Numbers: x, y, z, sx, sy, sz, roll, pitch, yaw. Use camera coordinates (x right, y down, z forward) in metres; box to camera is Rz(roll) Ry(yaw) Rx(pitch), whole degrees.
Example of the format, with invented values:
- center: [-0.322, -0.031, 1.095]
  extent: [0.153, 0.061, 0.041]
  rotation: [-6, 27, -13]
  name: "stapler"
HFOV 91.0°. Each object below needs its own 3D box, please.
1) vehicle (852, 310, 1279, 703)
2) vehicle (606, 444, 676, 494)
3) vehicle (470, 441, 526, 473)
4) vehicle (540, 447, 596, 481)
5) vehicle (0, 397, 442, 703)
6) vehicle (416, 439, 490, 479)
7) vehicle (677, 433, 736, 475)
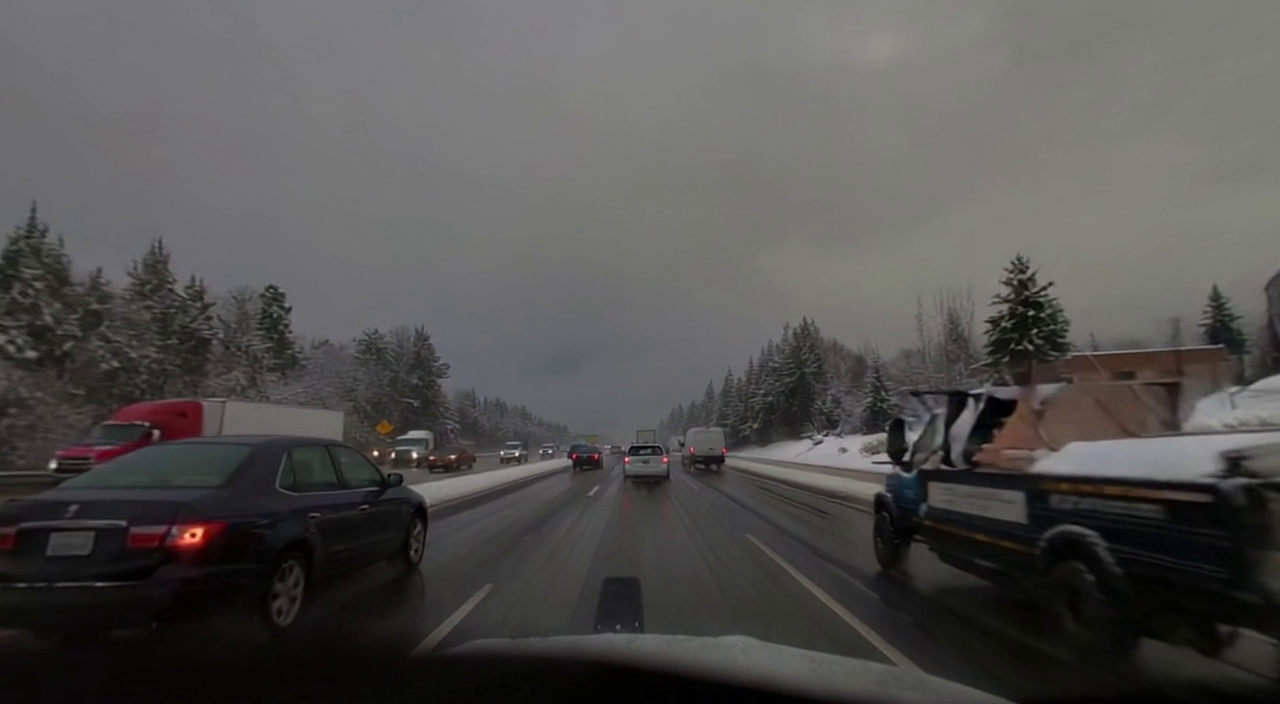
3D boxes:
- center: [3.397, 1.020, 4.050]
  extent: [2.196, 1.773, 5.352]
  rotation: [0, -9, 0]
  name: "vehicle"
- center: [0.034, 3.757, 20.593]
  extent: [2.053, 1.461, 3.941]
  rotation: [0, -9, 0]
  name: "vehicle"
- center: [-8.358, 6.220, 37.407]
  extent: [2.168, 1.749, 4.698]
  rotation: [0, -9, 1]
  name: "vehicle"
- center: [-3.298, 5.194, 29.506]
  extent: [2.062, 1.459, 4.365]
  rotation: [0, -9, 1]
  name: "vehicle"
- center: [-3.353, 1.352, 5.243]
  extent: [1.956, 1.602, 4.258]
  rotation: [0, -9, 1]
  name: "vehicle"
- center: [-8.915, 5.134, 30.516]
  extent: [2.187, 1.776, 4.518]
  rotation: [0, -9, 0]
  name: "vehicle"
- center: [3.508, 5.547, 34.370]
  extent: [2.460, 2.086, 5.576]
  rotation: [0, -9, -1]
  name: "vehicle"
